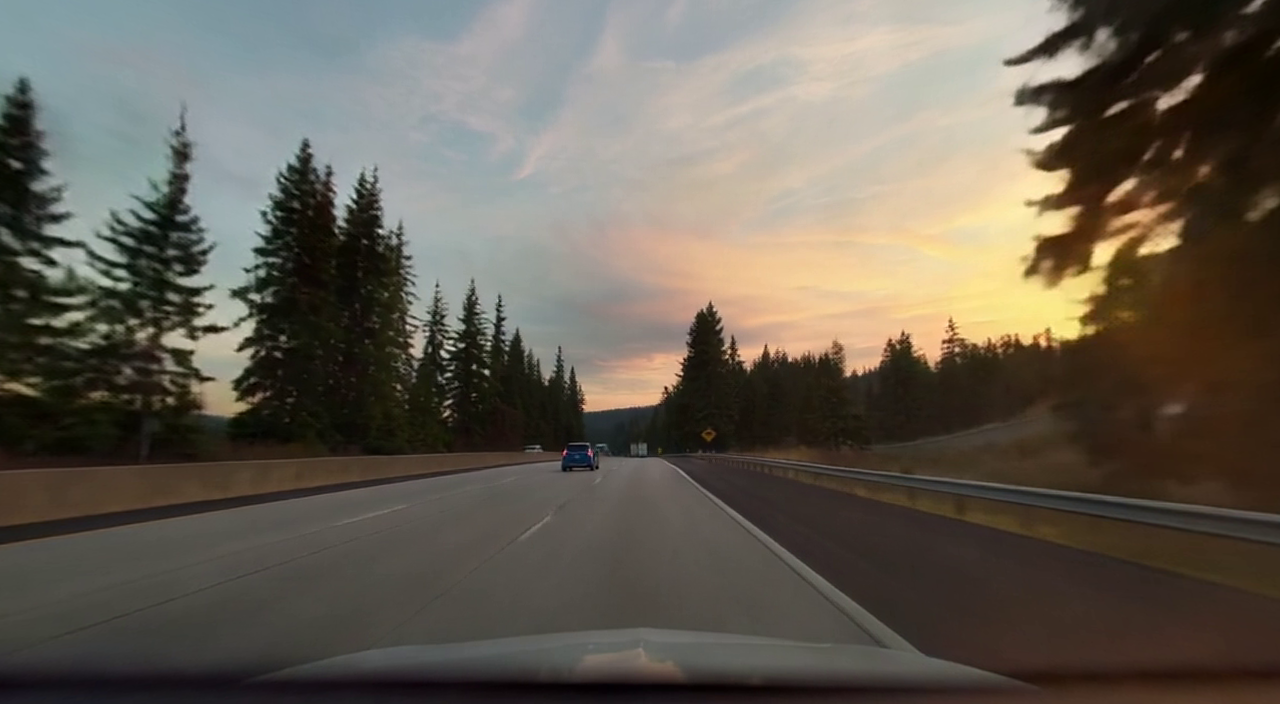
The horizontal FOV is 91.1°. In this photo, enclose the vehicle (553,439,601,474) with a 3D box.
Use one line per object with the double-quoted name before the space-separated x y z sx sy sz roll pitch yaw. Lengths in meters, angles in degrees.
"vehicle" -3.376 5.677 34.474 2.084 1.752 4.479 0 -8 1
